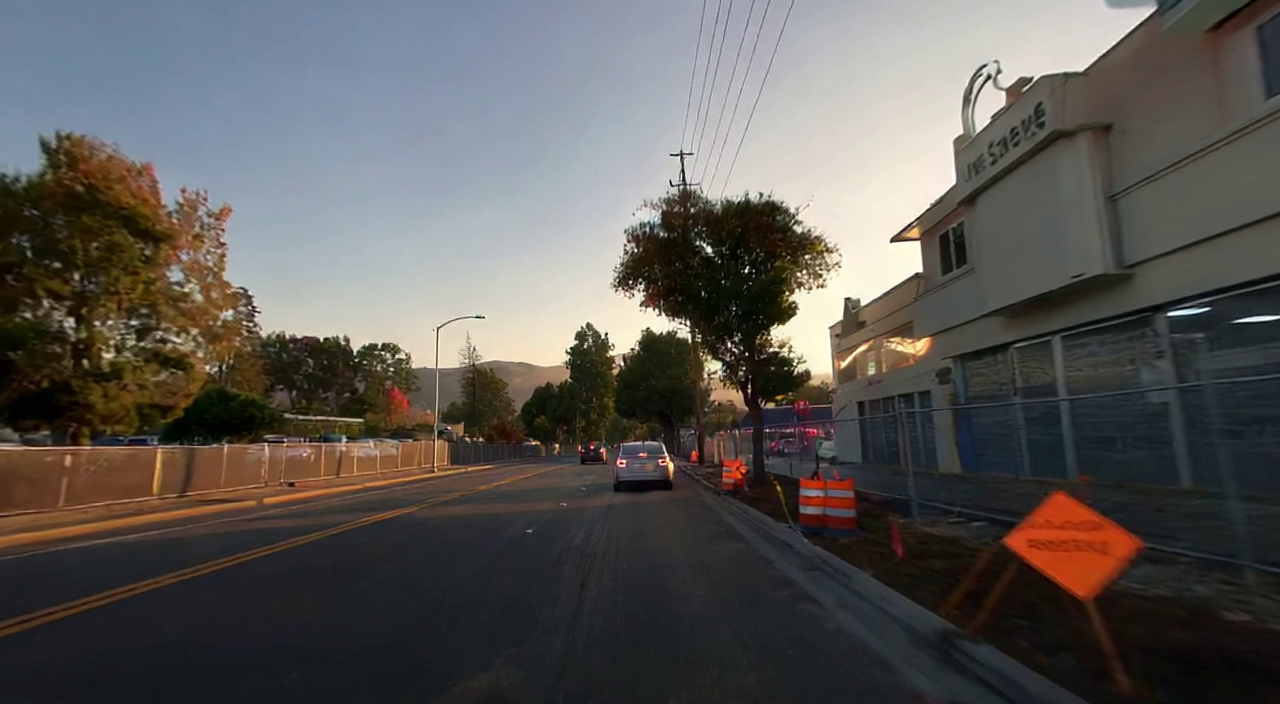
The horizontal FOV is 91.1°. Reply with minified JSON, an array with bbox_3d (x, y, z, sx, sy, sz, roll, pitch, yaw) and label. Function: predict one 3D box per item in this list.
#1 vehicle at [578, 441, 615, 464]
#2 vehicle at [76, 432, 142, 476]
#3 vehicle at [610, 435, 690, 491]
[{"bbox_3d":[-3.066,7.182,45.045,2.208,1.520,4.358,0,-8,1],"label":"vehicle"},{"bbox_3d":[-32.280,6.172,38.222,1.805,2.504,2.723,1,-8,-11],"label":"vehicle"},{"bbox_3d":[0.256,3.325,19.117,2.144,1.514,4.063,0,-8,0],"label":"vehicle"}]
